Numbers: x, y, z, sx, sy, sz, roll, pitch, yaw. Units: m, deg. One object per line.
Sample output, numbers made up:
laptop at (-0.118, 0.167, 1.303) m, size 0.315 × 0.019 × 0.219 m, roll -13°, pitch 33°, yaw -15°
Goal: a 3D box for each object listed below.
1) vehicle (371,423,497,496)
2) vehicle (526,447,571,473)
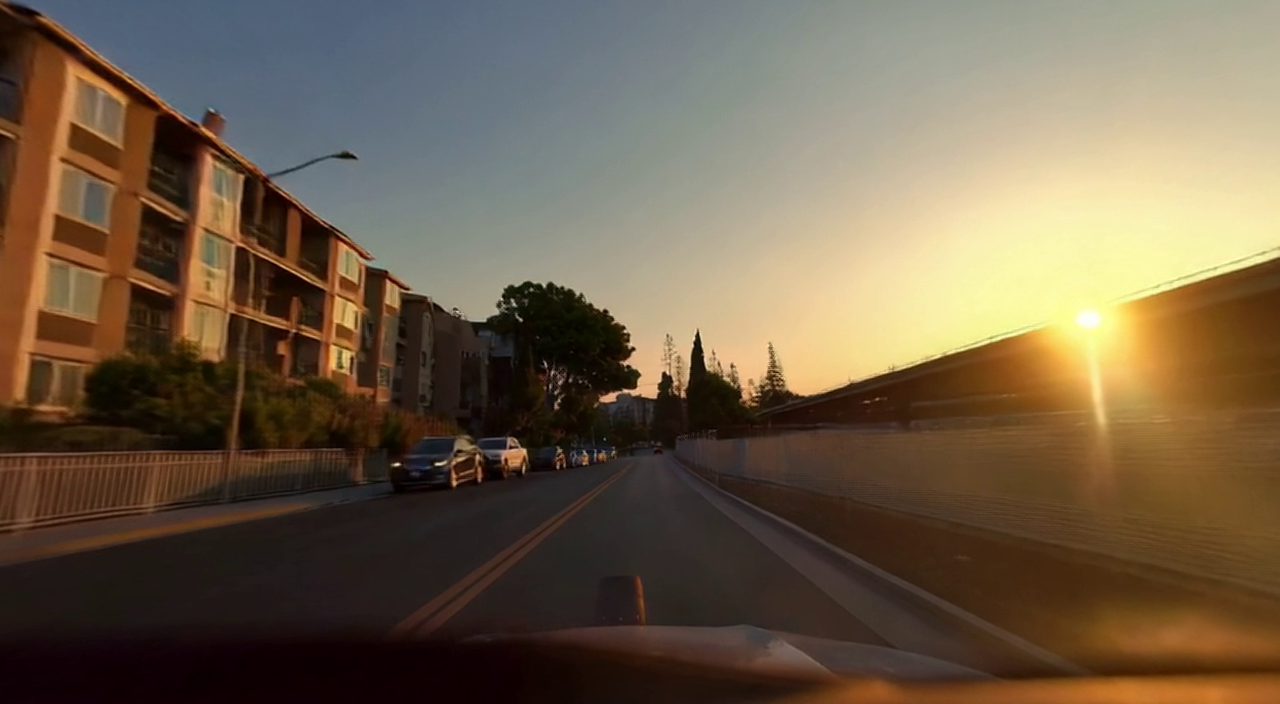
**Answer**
vehicle at (-6.361, 3.395, 20.278) m, size 2.192 × 1.965 × 4.917 m, roll 2°, pitch -8°, yaw 1°
vehicle at (-5.763, 6.840, 40.370) m, size 1.914 × 1.417 × 4.750 m, roll 2°, pitch -8°, yaw 2°
